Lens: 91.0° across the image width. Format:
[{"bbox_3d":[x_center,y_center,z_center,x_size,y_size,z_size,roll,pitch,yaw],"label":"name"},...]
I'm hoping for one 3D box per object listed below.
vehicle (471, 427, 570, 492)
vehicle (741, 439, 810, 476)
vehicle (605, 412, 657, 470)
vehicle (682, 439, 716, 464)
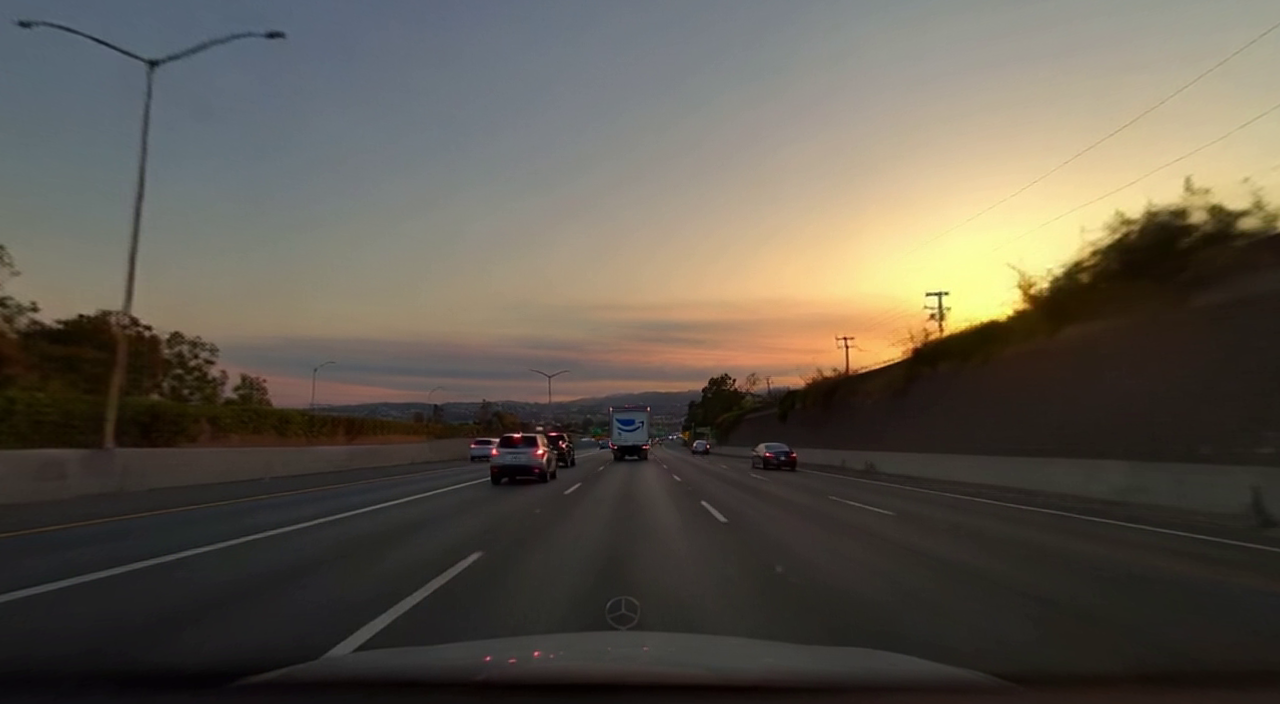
[{"bbox_3d":[-3.409,3.176,18.918,2.095,1.688,4.188,0,-9,1],"label":"vehicle"},{"bbox_3d":[6.069,4.762,28.697,1.970,1.499,4.491,1,-9,-2],"label":"vehicle"},{"bbox_3d":[-0.398,4.661,32.874,2.456,2.705,6.251,0,-9,0],"label":"vehicle"},{"bbox_3d":[4.104,6.979,44.425,2.067,1.654,3.985,0,-8,0],"label":"vehicle"}]
